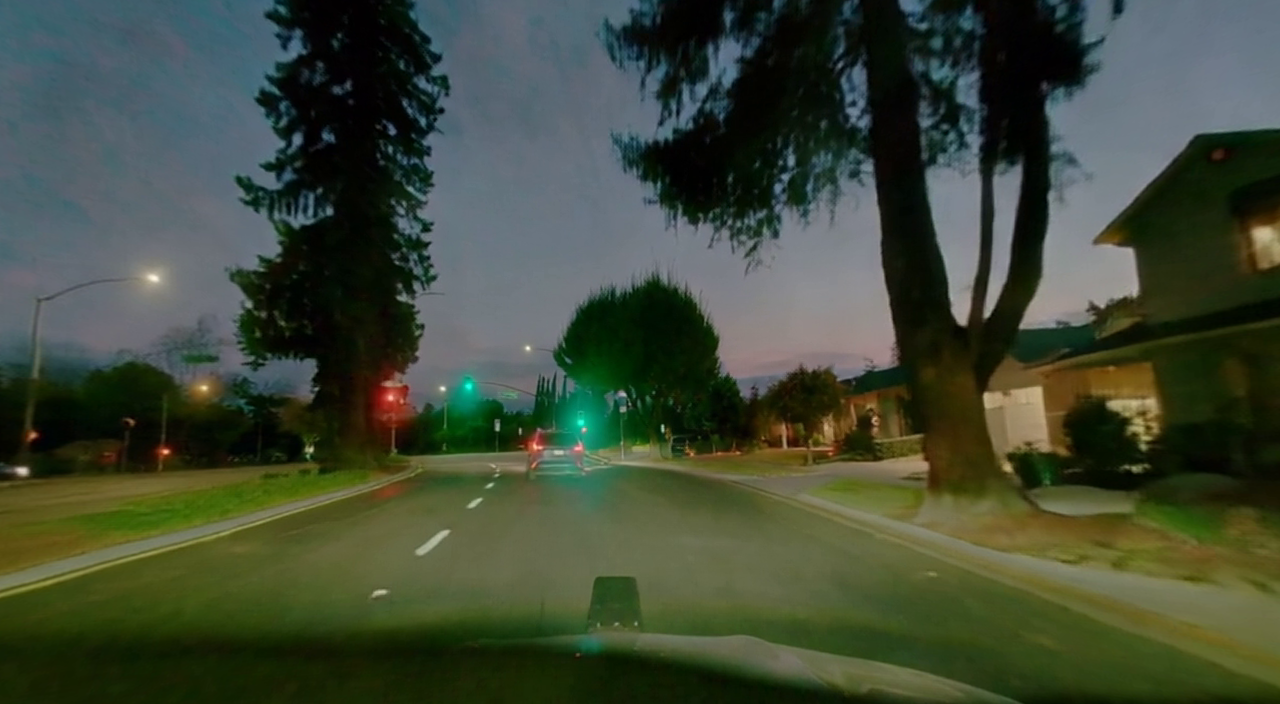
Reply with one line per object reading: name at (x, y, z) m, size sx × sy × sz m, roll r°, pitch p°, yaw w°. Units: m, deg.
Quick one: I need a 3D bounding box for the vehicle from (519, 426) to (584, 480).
vehicle at (-3.250, 3.570, 22.565) m, size 1.990 × 1.707 × 4.225 m, roll 1°, pitch -9°, yaw -11°
